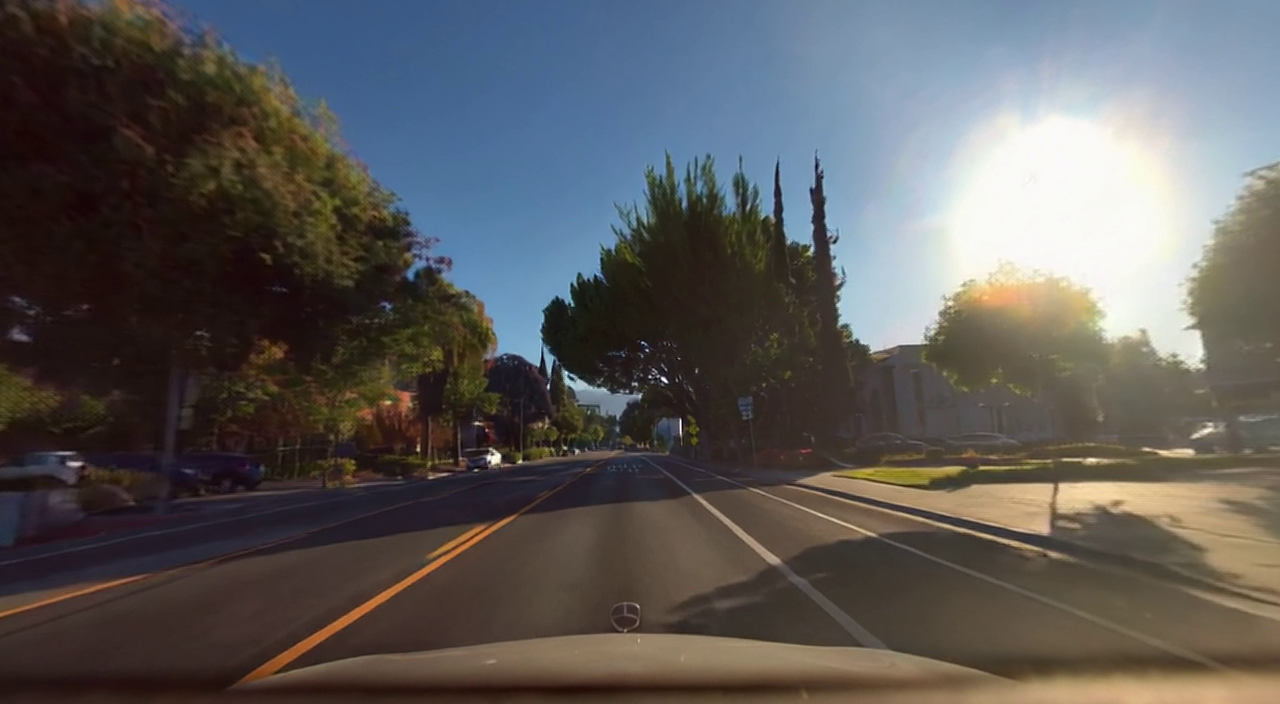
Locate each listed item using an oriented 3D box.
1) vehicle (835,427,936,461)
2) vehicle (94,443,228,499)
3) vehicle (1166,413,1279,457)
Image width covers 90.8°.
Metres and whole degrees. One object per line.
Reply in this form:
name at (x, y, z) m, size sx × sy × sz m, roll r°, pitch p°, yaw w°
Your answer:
vehicle at (12.678, 4.761, 32.685) m, size 4.554 × 1.668 × 1.974 m, roll -4°, pitch -9°, yaw 28°
vehicle at (-16.600, 4.045, 21.881) m, size 4.311 × 1.746 × 1.984 m, roll -5°, pitch -9°, yaw 29°
vehicle at (22.267, 3.122, 23.697) m, size 4.750 × 1.505 × 1.928 m, roll 4°, pitch -9°, yaw -25°
